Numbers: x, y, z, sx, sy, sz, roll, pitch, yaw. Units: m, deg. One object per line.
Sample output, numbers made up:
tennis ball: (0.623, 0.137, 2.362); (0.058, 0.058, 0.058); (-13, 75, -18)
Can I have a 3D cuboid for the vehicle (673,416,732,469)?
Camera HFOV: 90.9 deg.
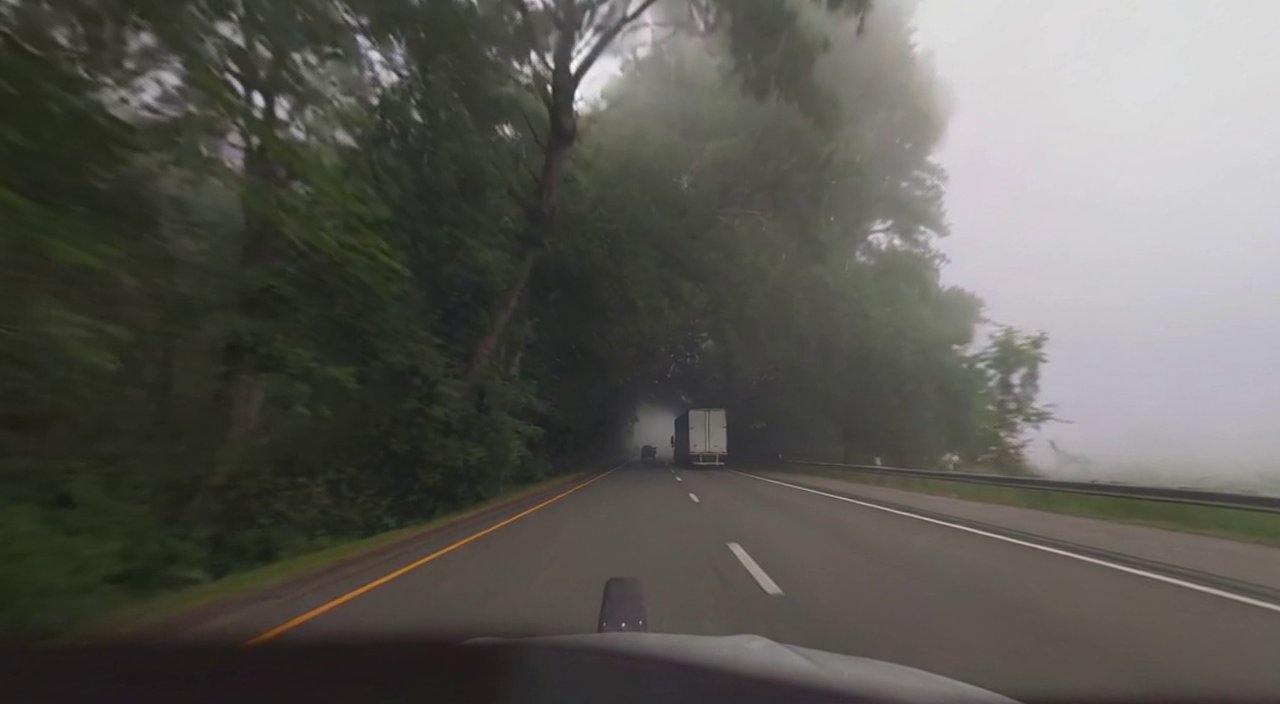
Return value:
vehicle: (4.344, 6.678, 46.089); (2.983, 3.414, 10.378); (0, -9, -1)
